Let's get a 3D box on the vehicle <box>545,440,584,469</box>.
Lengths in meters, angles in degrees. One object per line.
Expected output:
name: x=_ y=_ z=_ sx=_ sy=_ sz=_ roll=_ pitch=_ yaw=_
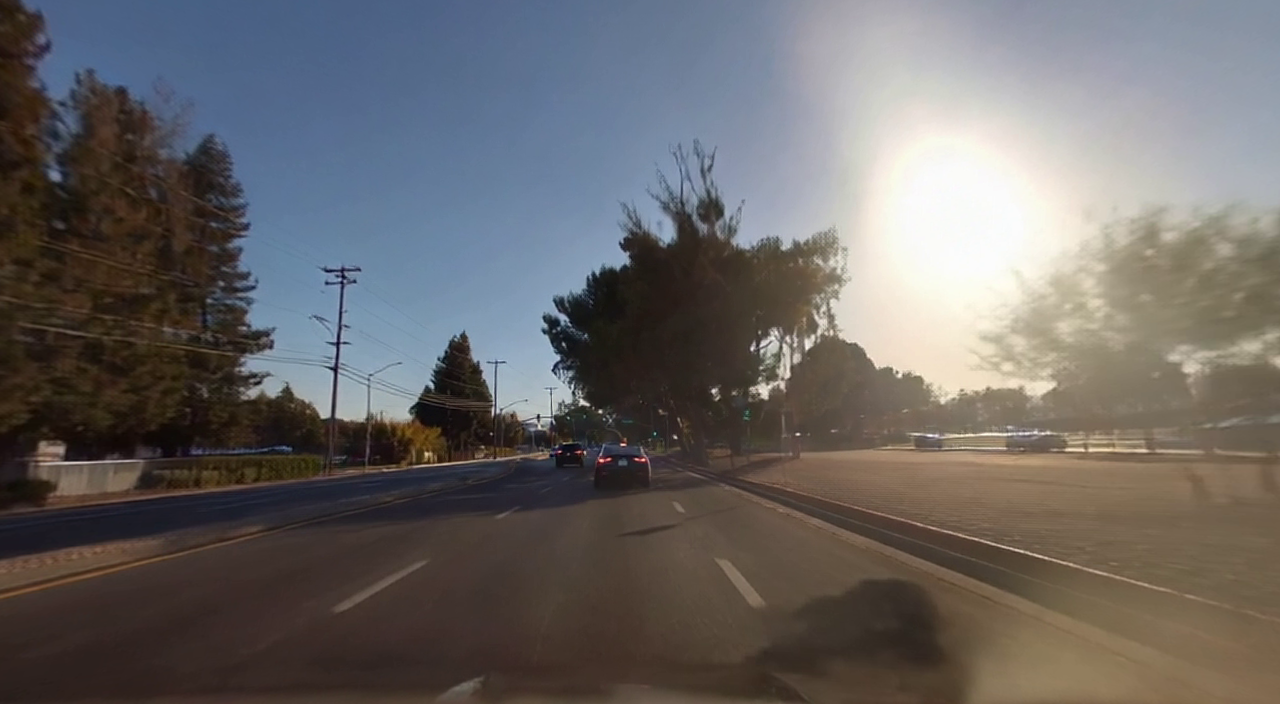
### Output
vehicle: x=-4.948 y=6.773 z=41.816 sx=2.189 sy=1.776 sz=4.342 roll=0 pitch=-9 yaw=-1

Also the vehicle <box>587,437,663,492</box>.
vehicle: x=-0.514 y=3.706 z=21.063 sx=2.235 sy=1.597 sz=4.918 roll=0 pitch=-9 yaw=-2
